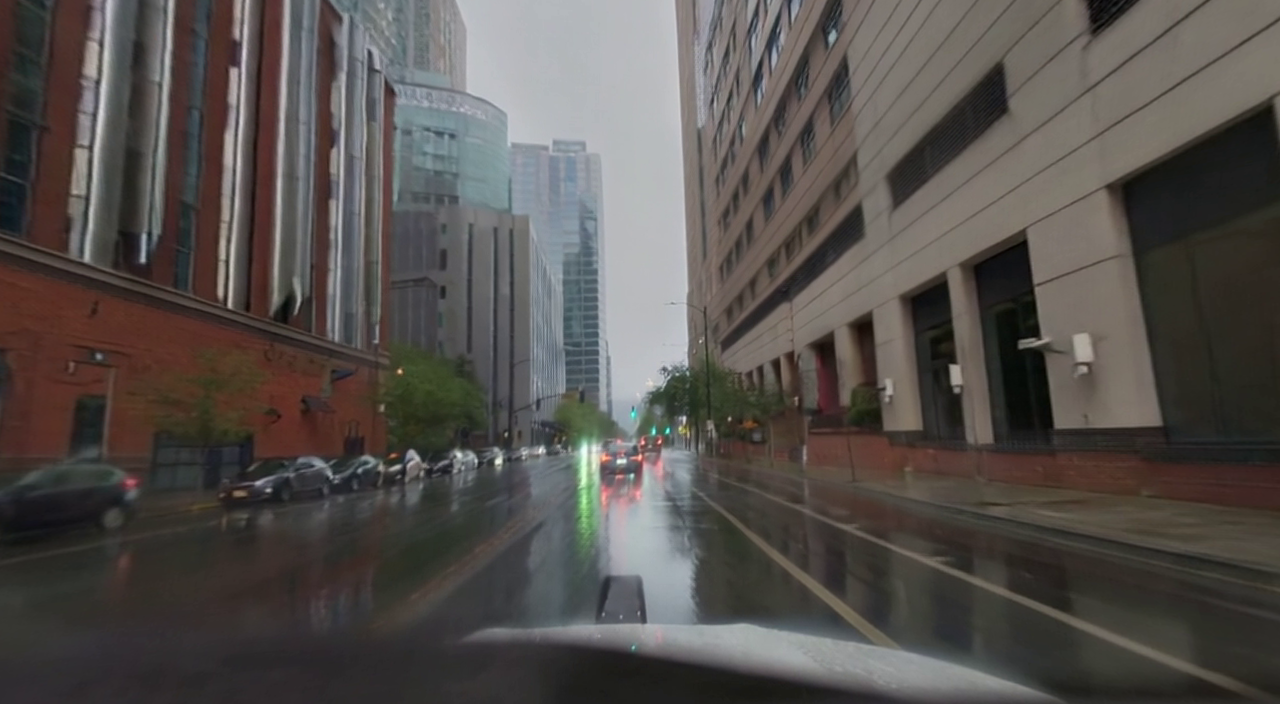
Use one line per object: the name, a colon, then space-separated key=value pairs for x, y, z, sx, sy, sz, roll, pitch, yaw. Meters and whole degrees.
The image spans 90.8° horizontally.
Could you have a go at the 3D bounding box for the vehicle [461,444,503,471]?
vehicle: x=-12.146 y=8.133 z=48.929 sx=2.090 sy=1.784 sz=4.832 roll=-4 pitch=-8 yaw=-2

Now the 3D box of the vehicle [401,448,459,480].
vehicle: x=-12.158 y=6.473 z=36.834 sx=1.976 sy=1.577 sz=4.091 roll=-4 pitch=-8 yaw=-1

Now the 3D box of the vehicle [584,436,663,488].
vehicle: x=-0.493 y=3.466 z=20.269 sx=2.269 sy=1.479 sz=3.980 roll=0 pitch=-8 yaw=-1

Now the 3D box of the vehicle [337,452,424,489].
vehicle: x=-11.850 y=5.416 z=29.273 sx=1.991 sy=1.507 sz=4.879 roll=0 pitch=-8 yaw=0

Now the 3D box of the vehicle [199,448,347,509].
vehicle: x=-11.982 y=4.110 z=21.112 sx=2.077 sy=1.732 sz=4.704 roll=0 pitch=-8 yaw=0

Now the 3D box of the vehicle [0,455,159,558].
vehicle: x=-11.896 y=2.865 z=12.104 sx=1.881 sy=1.686 sz=4.451 roll=0 pitch=-8 yaw=-1
